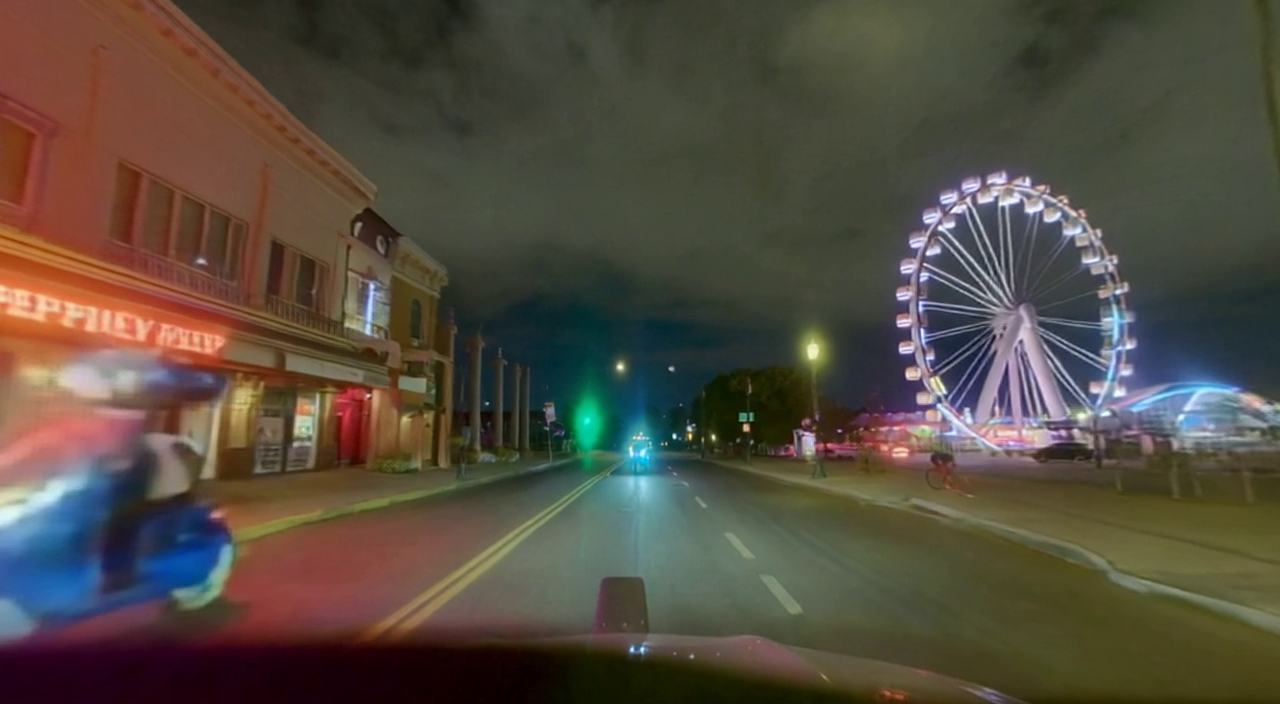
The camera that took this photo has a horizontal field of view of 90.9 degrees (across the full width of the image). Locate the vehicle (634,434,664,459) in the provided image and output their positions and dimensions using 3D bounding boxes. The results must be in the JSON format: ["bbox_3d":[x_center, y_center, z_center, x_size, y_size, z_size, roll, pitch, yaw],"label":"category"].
[{"bbox_3d":[0.665,7.268,48.550,2.221,1.773,4.228,0,-8,0],"label":"vehicle"}]
